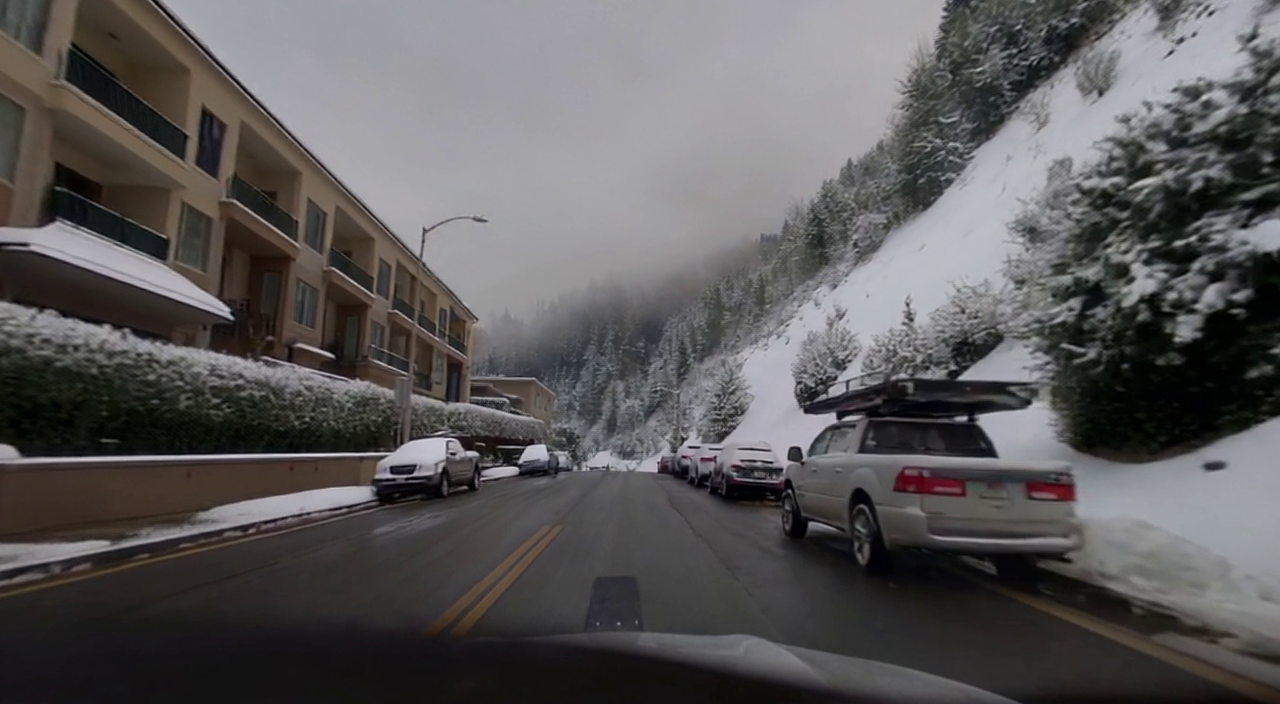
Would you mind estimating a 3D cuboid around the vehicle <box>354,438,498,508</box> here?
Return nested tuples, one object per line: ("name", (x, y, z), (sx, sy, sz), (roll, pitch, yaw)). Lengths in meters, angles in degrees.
("vehicle", (-6.354, 3.655, 19.634), (2.374, 1.843, 5.638), (0, -8, 1))

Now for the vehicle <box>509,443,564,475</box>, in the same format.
("vehicle", (-6.676, 7.101, 41.341), (2.692, 1.949, 5.948), (0, -11, -1))

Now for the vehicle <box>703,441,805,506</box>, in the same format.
("vehicle", (3.042, 3.335, 17.799), (1.926, 1.602, 4.433), (0, -9, -2))

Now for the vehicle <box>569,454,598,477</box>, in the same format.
("vehicle", (-3.907, 7.994, 44.247), (1.856, 1.474, 4.522), (1, -11, -3))

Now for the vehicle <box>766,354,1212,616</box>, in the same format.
("vehicle", (3.462, 1.499, 8.026), (2.482, 2.184, 5.383), (0, -9, -1))
